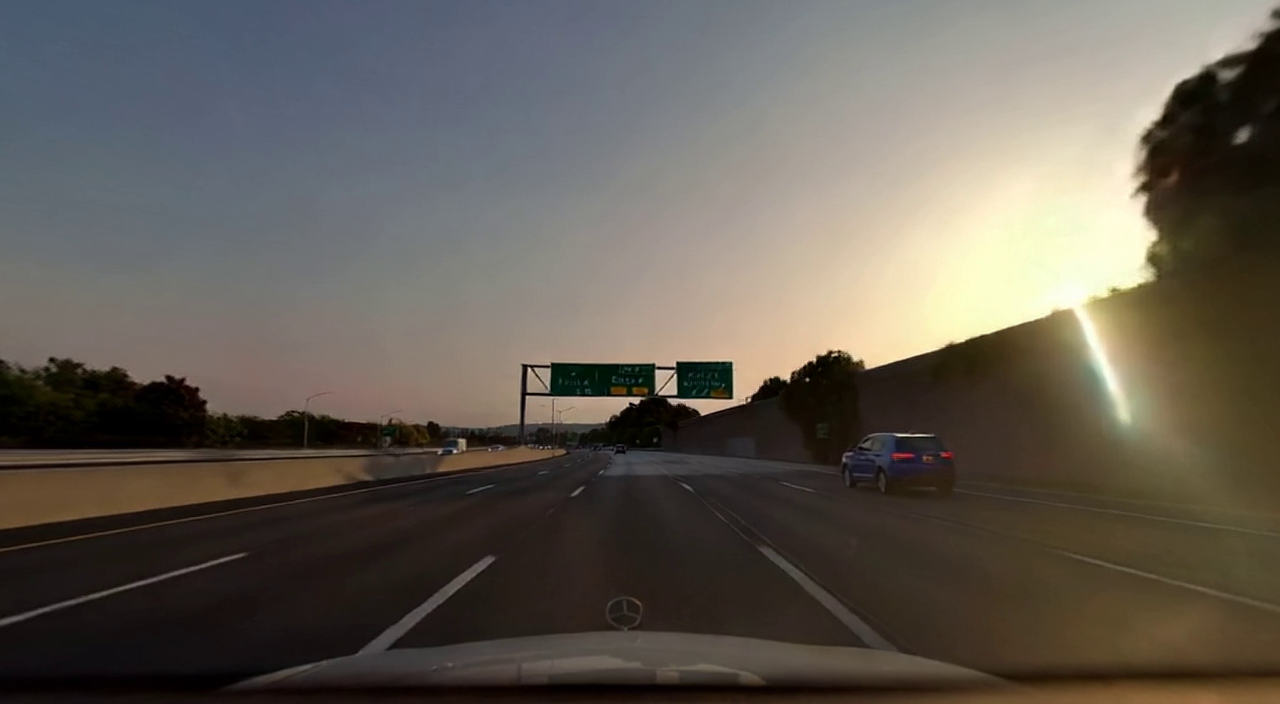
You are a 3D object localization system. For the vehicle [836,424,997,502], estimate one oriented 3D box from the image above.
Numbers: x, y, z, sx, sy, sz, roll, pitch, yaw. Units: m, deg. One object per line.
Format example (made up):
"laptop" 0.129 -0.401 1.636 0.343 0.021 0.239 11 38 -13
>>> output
"vehicle" 6.846 2.801 16.256 2.091 1.711 4.383 0 -9 -1
